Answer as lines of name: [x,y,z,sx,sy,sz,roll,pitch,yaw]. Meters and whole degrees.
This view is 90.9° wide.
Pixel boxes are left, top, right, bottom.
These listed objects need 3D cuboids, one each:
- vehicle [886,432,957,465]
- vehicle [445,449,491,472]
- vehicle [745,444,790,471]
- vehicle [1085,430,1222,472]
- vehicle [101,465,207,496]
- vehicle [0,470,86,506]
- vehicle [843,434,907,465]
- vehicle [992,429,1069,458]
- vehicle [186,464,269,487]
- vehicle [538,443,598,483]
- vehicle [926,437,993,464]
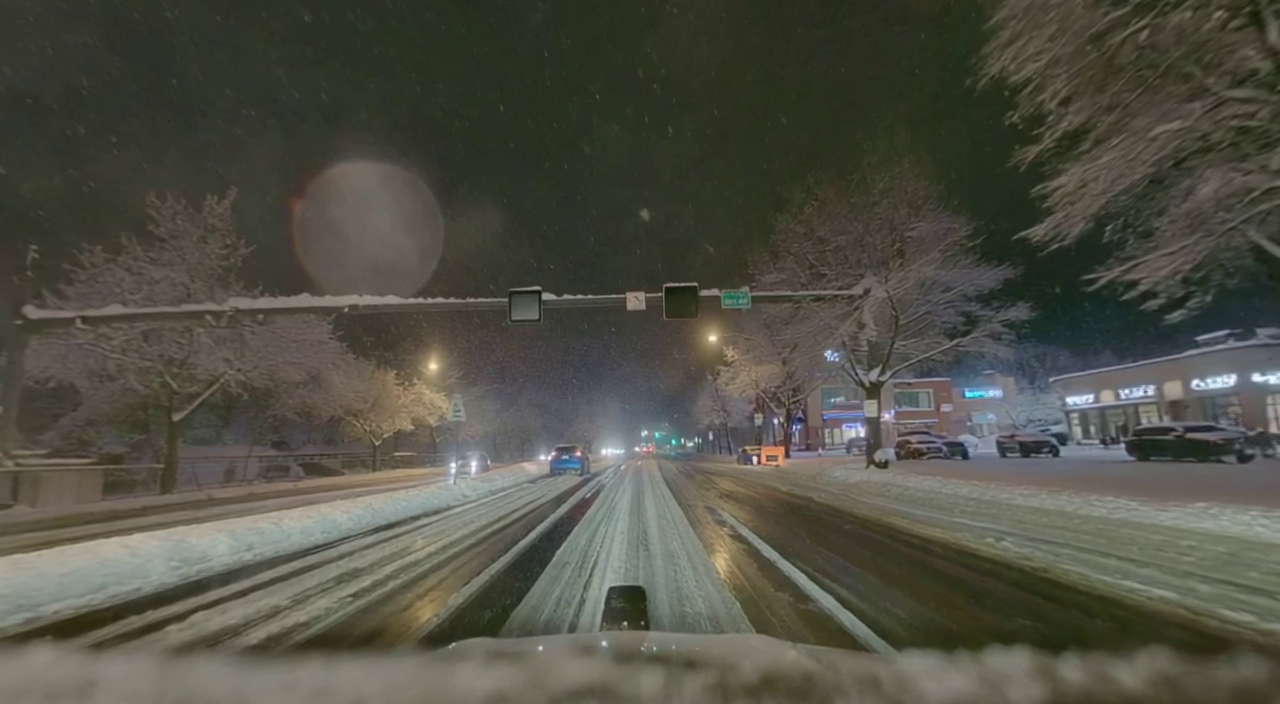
vehicle: [16.169,5.578,36.485,1.984,1.774,4.406,0,-9,-1]
vehicle: [-11.919,7.506,43.839,1.917,1.495,4.309,0,-9,1]
vehicle: [7.493,6.217,37.436,1.799,1.399,4.317,-1,-8,0]
vehicle: [21.974,4.255,27.277,1.984,1.643,4.772,0,-8,2]
vehicle: [-30.125,7.964,39.184,5.077,1.411,1.808,3,-11,-39]
vehicle: [-30.527,6.796,31.418,1.862,1.428,4.160,-12,-11,44]
vehicle: [13.636,5.694,36.855,1.916,1.683,4.516,0,-9,0]
vehicle: [25.868,6.137,42.026,2.043,1.803,4.774,-1,-9,0]
vehicle: [-30.196,9.011,46.233,4.708,1.457,1.821,8,-12,-43]
vehicle: [-2.809,4.433,25.467,1.926,1.442,4.231,0,-9,0]
vehicle: [18.320,5.690,36.332,1.881,1.443,3.882,-1,-9,2]
